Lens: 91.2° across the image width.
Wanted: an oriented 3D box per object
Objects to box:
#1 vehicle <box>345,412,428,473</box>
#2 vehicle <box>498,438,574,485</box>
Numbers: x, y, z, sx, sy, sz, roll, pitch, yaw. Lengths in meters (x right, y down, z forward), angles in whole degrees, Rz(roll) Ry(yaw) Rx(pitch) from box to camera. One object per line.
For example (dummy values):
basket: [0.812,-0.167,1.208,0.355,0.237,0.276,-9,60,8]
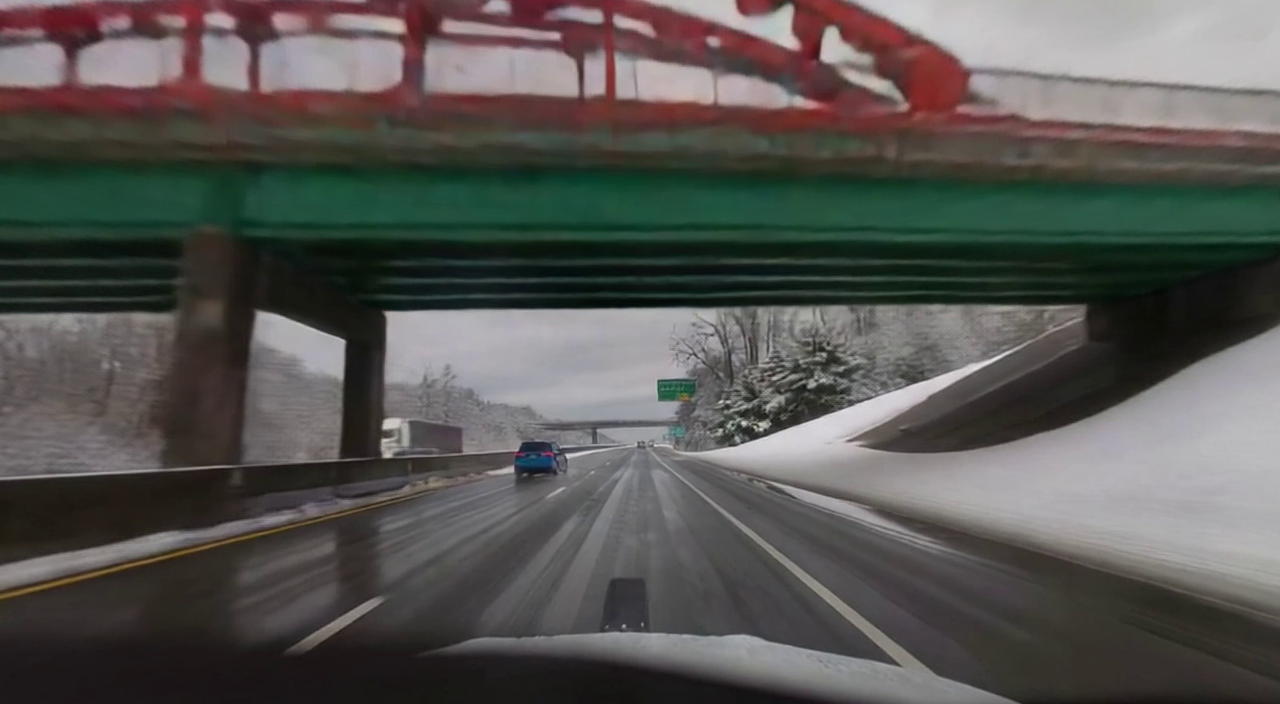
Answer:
vehicle: [-18.264,6.555,45.770,3.043,4.057,6.636,0,-8,1]
vehicle: [-3.778,4.054,23.516,2.052,1.556,4.405,0,-8,0]
